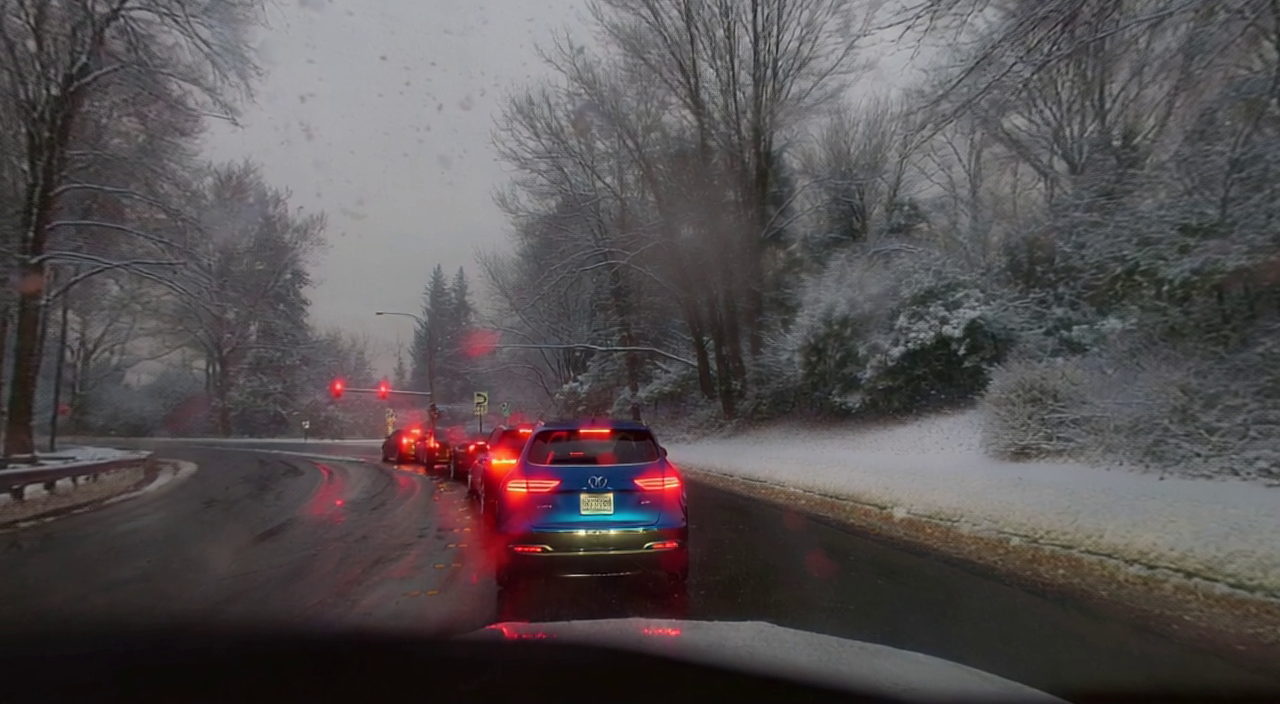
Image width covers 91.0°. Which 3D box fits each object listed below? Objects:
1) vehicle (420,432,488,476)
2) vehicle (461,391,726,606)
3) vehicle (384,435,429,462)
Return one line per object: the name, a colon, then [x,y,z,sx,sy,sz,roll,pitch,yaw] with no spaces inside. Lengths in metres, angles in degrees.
vehicle: [-7.301,3.932,24.480,1.902,1.536,3.662,4,-9,-25]
vehicle: [-0.682,1.460,7.197,2.134,1.671,4.147,1,-8,-9]
vehicle: [-13.764,5.629,36.894,1.863,1.488,4.426,4,-9,-27]
